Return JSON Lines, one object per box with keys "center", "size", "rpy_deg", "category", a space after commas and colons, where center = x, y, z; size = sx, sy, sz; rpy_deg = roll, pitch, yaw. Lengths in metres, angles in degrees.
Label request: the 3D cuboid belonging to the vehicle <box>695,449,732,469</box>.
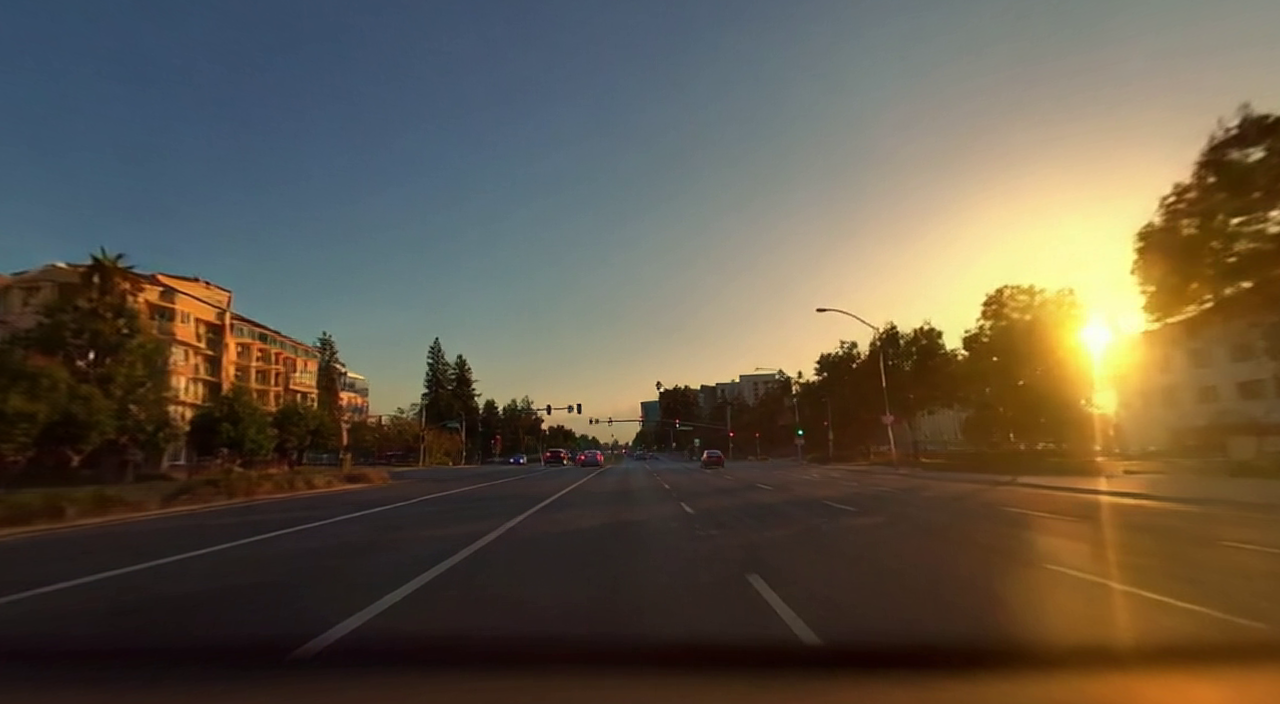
{"center": [5.677, 8.303, 49.285], "size": [2.187, 1.475, 4.529], "rpy_deg": [0, -8, -2], "category": "vehicle"}
